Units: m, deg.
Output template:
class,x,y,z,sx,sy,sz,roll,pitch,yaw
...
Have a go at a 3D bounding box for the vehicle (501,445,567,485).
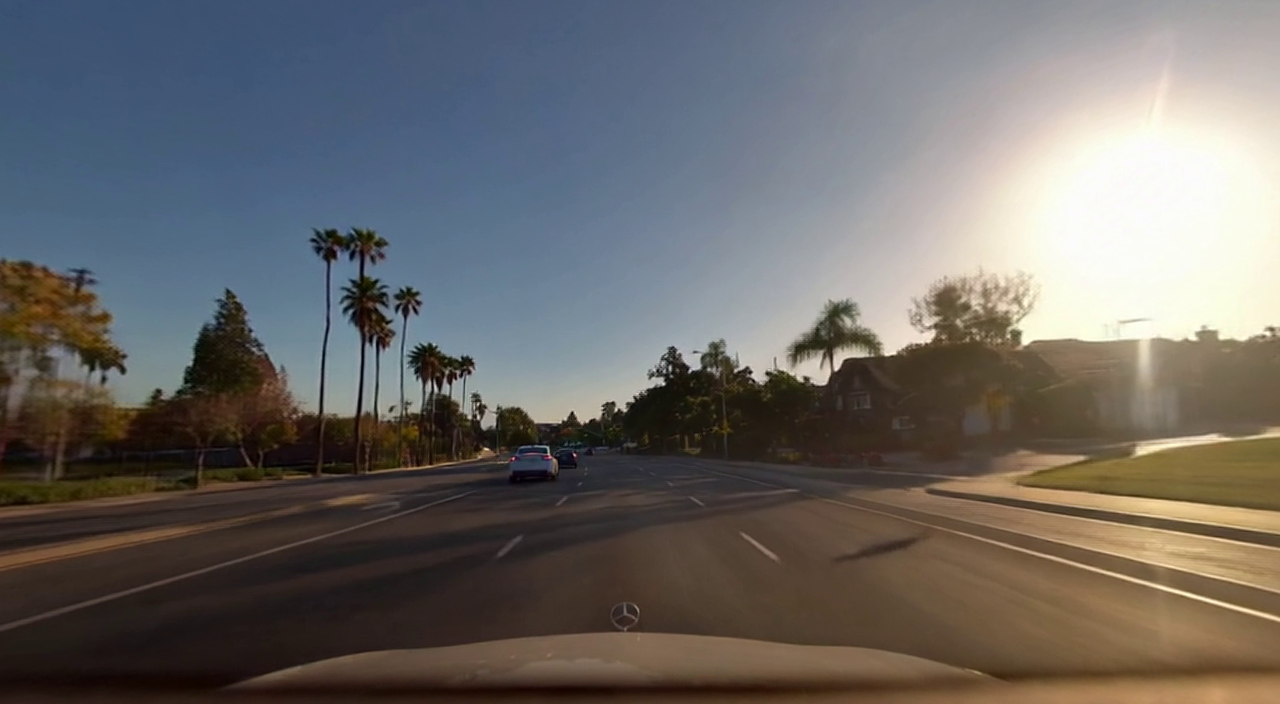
class,x,y,z,sx,sy,sz,roll,pitch,yaw
vehicle,-4.306,4.669,26.440,2.108,1.475,4.555,0,-9,-2
